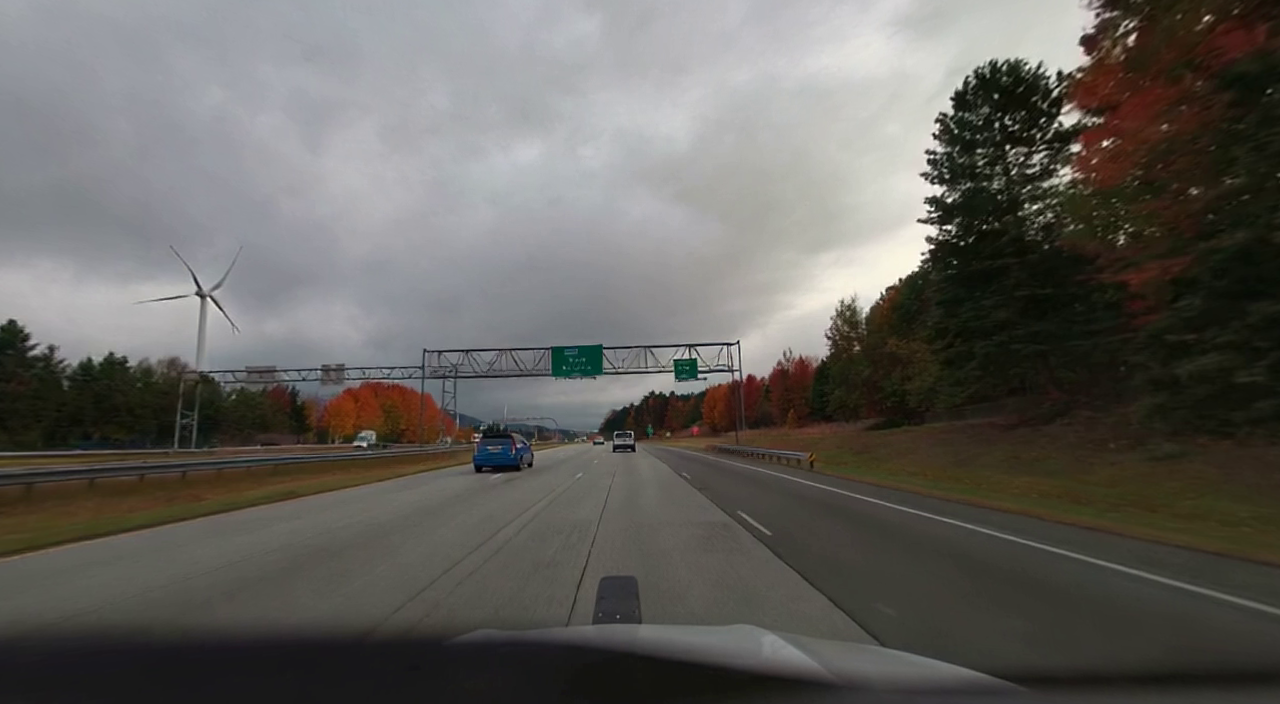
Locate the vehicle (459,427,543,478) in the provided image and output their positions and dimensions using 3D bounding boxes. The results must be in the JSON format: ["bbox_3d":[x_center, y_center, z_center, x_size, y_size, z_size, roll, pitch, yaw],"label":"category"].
[{"bbox_3d":[-4.826,3.519,22.399,2.062,1.622,4.153,0,-8,0],"label":"vehicle"}]

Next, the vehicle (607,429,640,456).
[{"bbox_3d":[-1.170,6.378,44.525,2.213,1.774,4.563,0,-8,-1],"label":"vehicle"}]
